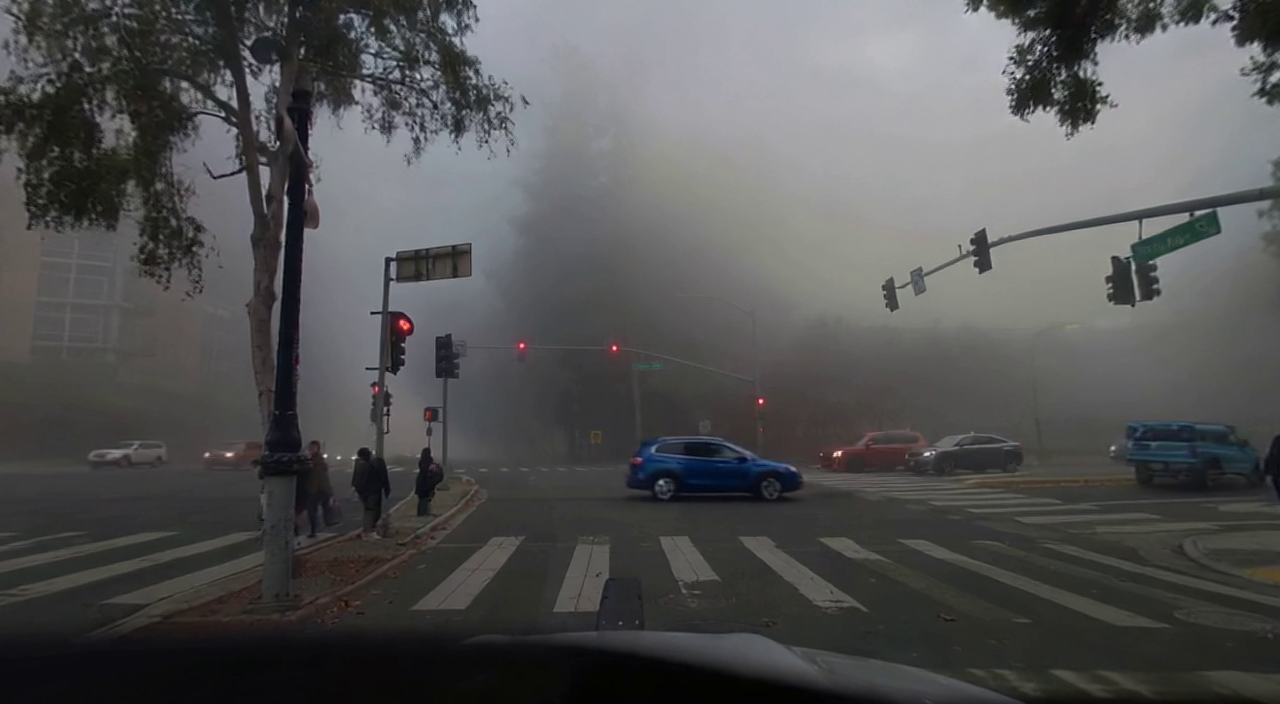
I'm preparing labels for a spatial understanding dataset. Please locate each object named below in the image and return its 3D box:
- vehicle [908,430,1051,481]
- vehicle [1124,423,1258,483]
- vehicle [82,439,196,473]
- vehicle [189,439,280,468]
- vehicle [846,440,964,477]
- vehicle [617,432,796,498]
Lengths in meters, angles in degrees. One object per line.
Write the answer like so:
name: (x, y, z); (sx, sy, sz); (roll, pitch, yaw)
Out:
vehicle: (12.911, 3.917, 24.066); (4.742, 1.762, 2.180); (3, -9, -22)
vehicle: (18.663, 3.383, 21.351); (4.509, 1.821, 2.066); (5, -10, -33)
vehicle: (-31.195, 6.463, 39.693); (2.456, 1.961, 5.978); (0, -8, -3)
vehicle: (-27.828, 6.970, 43.660); (2.388, 1.858, 6.056); (0, -8, -2)
vehicle: (11.507, 4.612, 27.551); (4.317, 1.491, 1.896); (2, -9, -11)
vehicle: (1.715, 2.896, 16.400); (4.312, 1.540, 2.007); (-1, -8, 8)
